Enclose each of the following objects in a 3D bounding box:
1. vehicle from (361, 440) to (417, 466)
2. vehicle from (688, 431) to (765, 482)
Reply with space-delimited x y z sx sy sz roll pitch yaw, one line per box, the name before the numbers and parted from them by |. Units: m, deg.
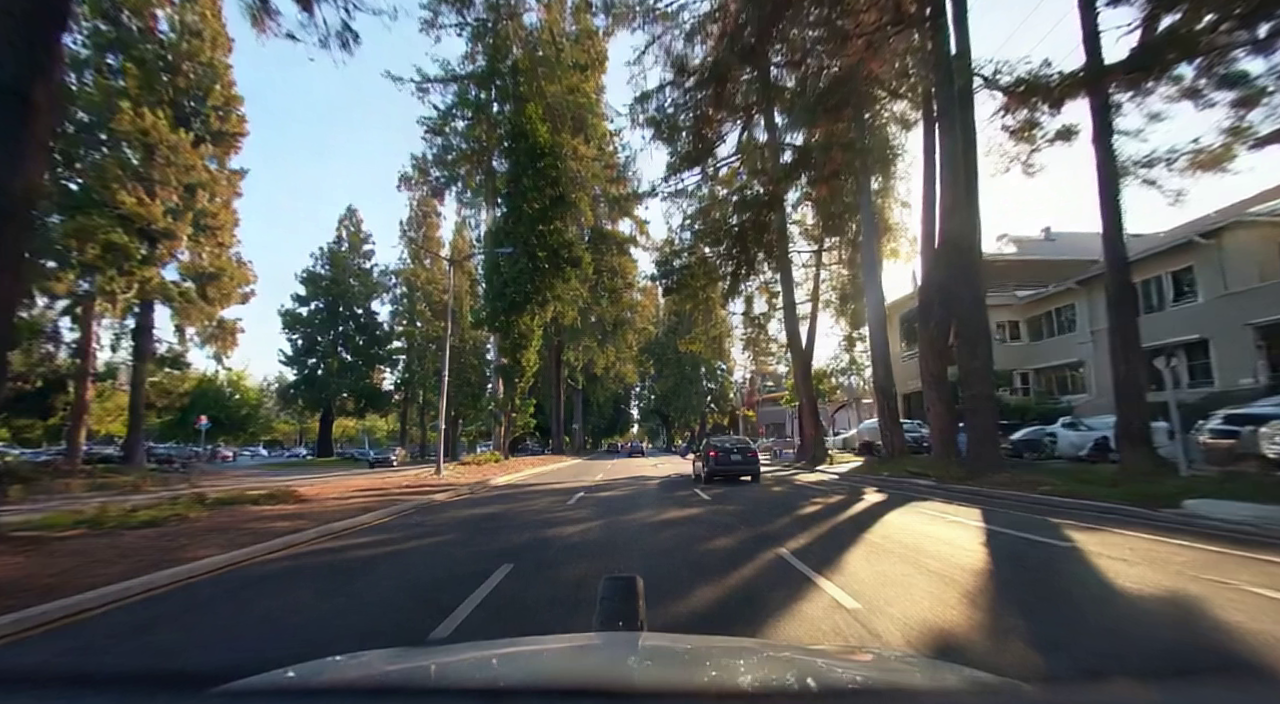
vehicle | -17.762 7.174 44.832 2.097 1.691 4.569 0 -8 0
vehicle | 2.977 3.700 22.542 2.022 1.656 4.025 0 -8 -2
